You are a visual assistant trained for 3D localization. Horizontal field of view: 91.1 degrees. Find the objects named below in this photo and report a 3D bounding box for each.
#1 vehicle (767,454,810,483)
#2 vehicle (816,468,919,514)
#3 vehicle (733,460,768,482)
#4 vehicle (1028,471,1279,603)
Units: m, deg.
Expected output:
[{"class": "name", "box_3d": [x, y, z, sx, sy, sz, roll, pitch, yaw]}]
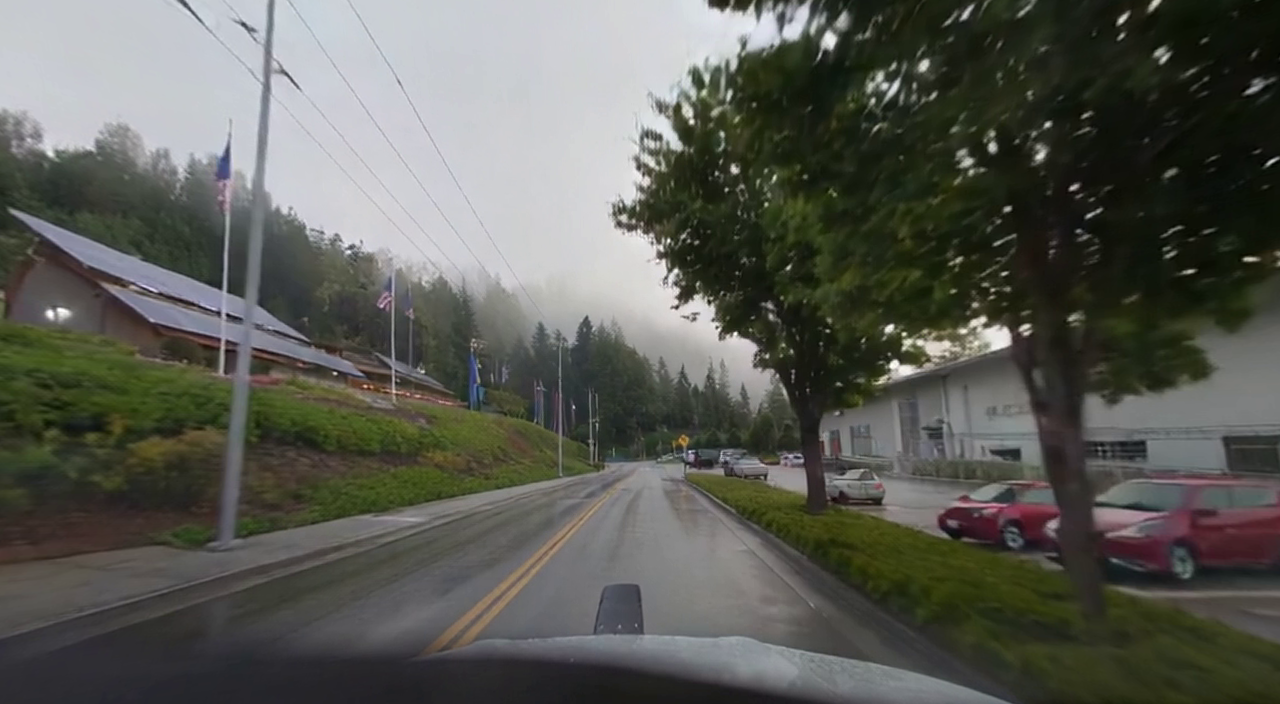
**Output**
[{"class": "vehicle", "box_3d": [10.729, 8.414, 45.749, 2.113, 1.945, 4.546, 0, -9, 2]}, {"class": "vehicle", "box_3d": [8.270, 5.072, 23.241, 1.981, 1.471, 3.636, 3, -10, -9]}, {"class": "vehicle", "box_3d": [8.152, 8.797, 46.592, 1.909, 1.496, 4.079, 0, -9, 1]}, {"class": "vehicle", "box_3d": [8.616, 2.660, 9.361, 4.320, 1.636, 1.887, 0, -9, 5]}]
